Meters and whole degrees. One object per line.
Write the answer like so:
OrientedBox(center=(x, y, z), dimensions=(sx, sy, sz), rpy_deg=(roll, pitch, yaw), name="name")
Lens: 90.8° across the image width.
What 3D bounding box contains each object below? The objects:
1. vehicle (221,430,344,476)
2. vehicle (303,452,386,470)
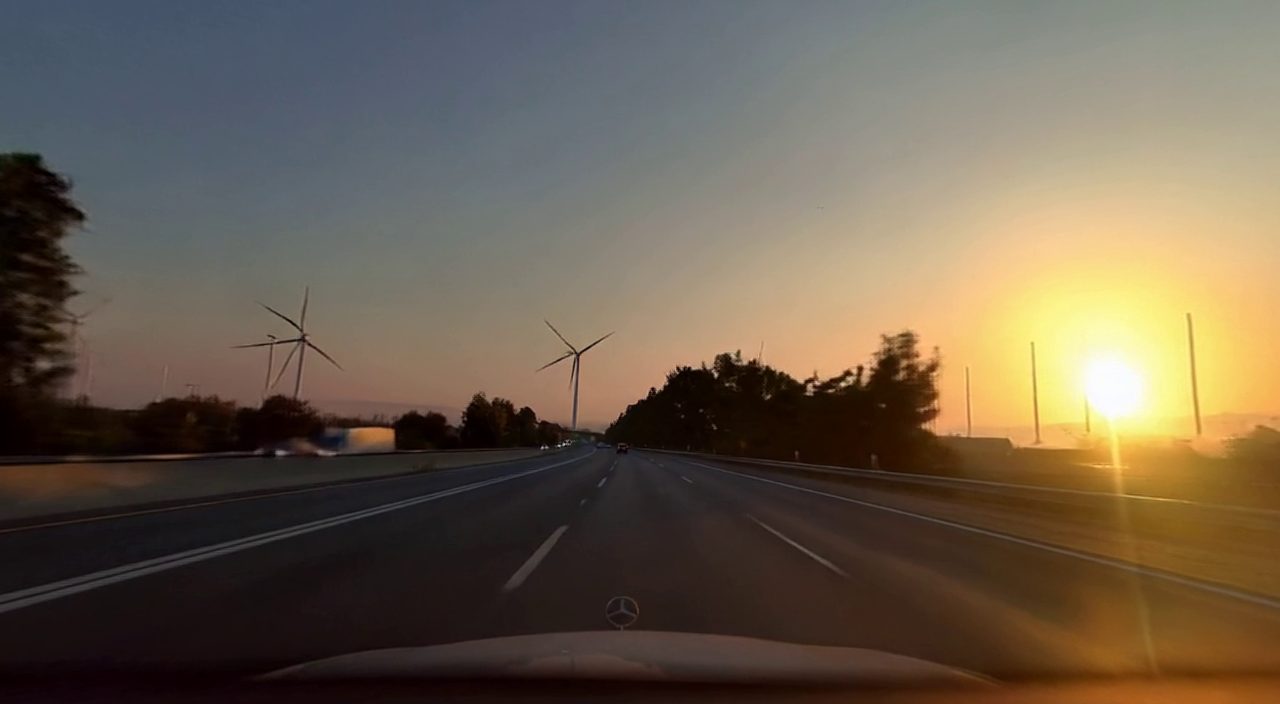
OrientedBox(center=(-16.135, 4.608, 28.955), dimensions=(2.299, 1.894, 5.687), rpy_deg=(0, -9, 0), name="vehicle")
OrientedBox(center=(-16.120, 5.981, 34.738), dimensions=(2.155, 0.878, 4.815), rpy_deg=(0, -9, 2), name="vehicle")
